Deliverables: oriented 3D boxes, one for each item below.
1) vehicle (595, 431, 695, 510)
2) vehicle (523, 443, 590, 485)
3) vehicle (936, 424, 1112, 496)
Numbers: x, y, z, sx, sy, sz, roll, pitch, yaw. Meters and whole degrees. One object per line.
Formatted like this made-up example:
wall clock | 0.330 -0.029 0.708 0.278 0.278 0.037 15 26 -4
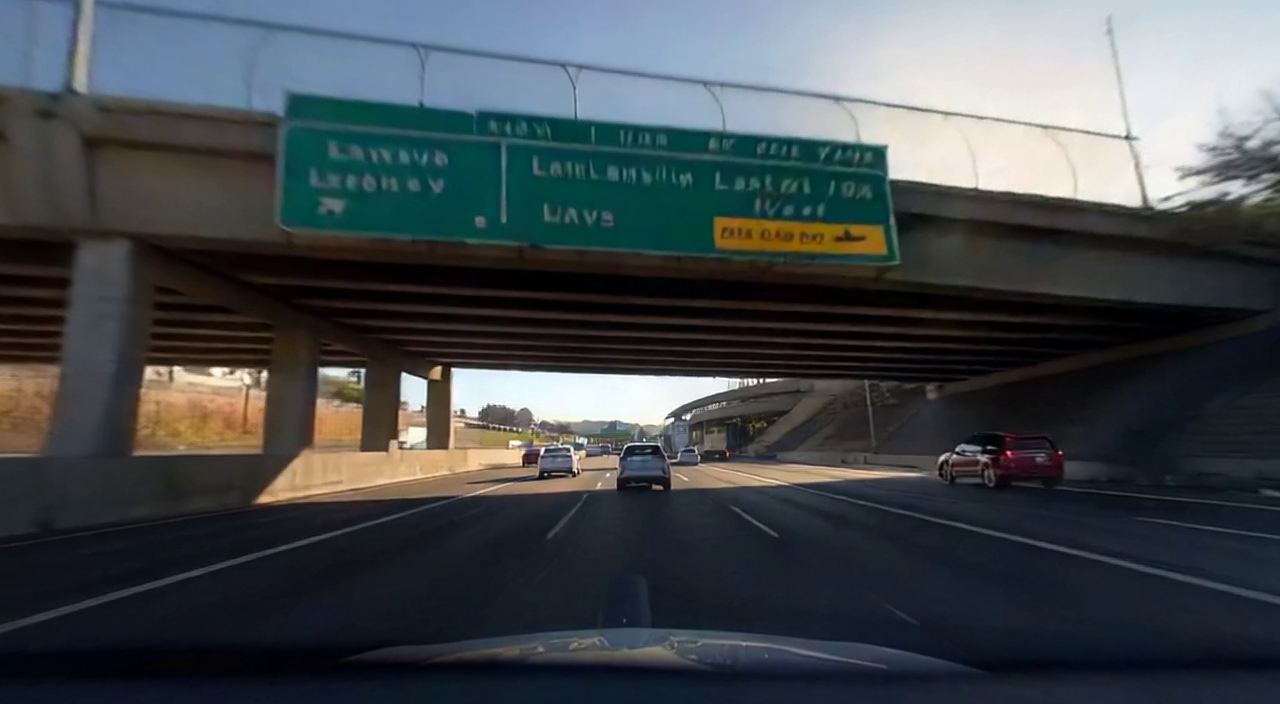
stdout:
vehicle | 0.096 2.793 15.291 2.099 1.640 4.134 0 -9 0
vehicle | -3.170 4.354 24.800 2.011 1.510 4.698 0 -9 0
vehicle | 10.642 3.023 17.929 2.133 1.770 4.537 0 -9 0
